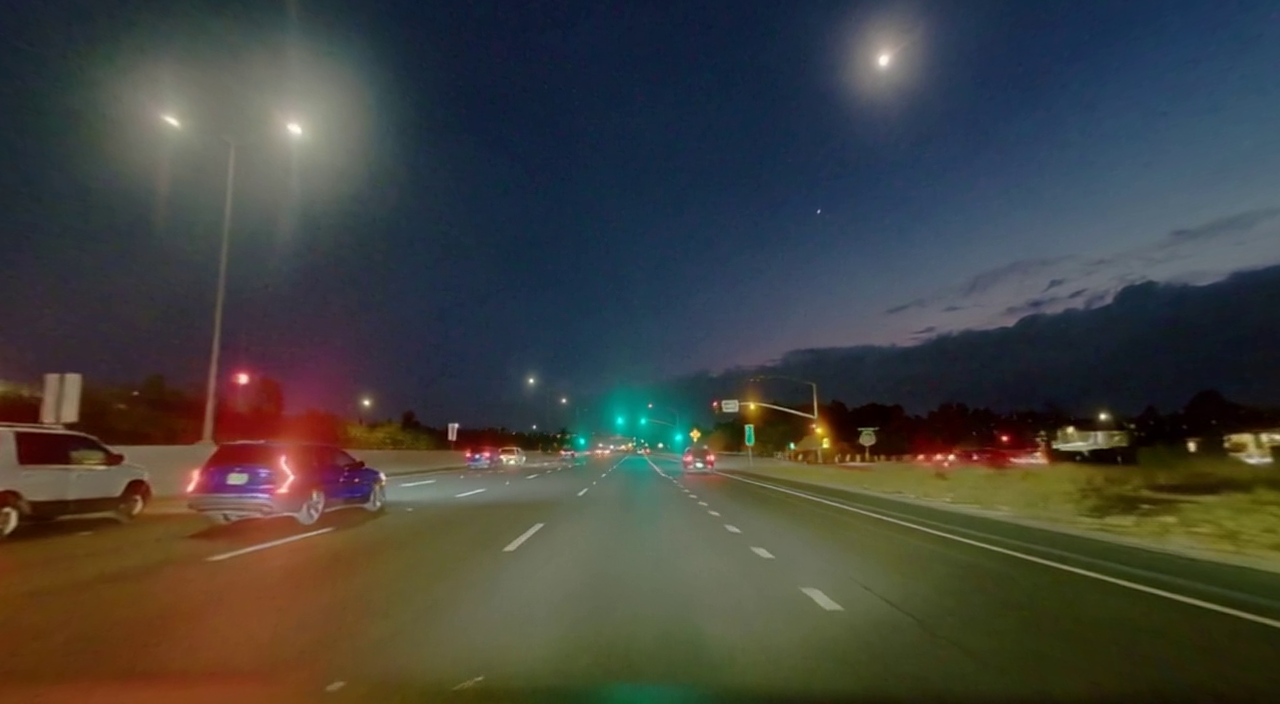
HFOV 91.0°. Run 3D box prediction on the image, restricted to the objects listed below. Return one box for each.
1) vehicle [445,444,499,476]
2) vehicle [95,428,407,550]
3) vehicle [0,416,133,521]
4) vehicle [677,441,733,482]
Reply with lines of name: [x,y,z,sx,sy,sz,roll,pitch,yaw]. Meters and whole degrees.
vehicle: [-10.823,6.957,40.830,2.137,1.873,4.687,0,-8,1]
vehicle: [-6.835,2.453,12.149,2.524,1.806,5.325,0,-8,1]
vehicle: [-14.482,2.469,13.415,2.654,2.145,5.489,0,-8,1]
vehicle: [3.170,5.477,31.830,2.184,1.892,4.763,0,-8,-1]
